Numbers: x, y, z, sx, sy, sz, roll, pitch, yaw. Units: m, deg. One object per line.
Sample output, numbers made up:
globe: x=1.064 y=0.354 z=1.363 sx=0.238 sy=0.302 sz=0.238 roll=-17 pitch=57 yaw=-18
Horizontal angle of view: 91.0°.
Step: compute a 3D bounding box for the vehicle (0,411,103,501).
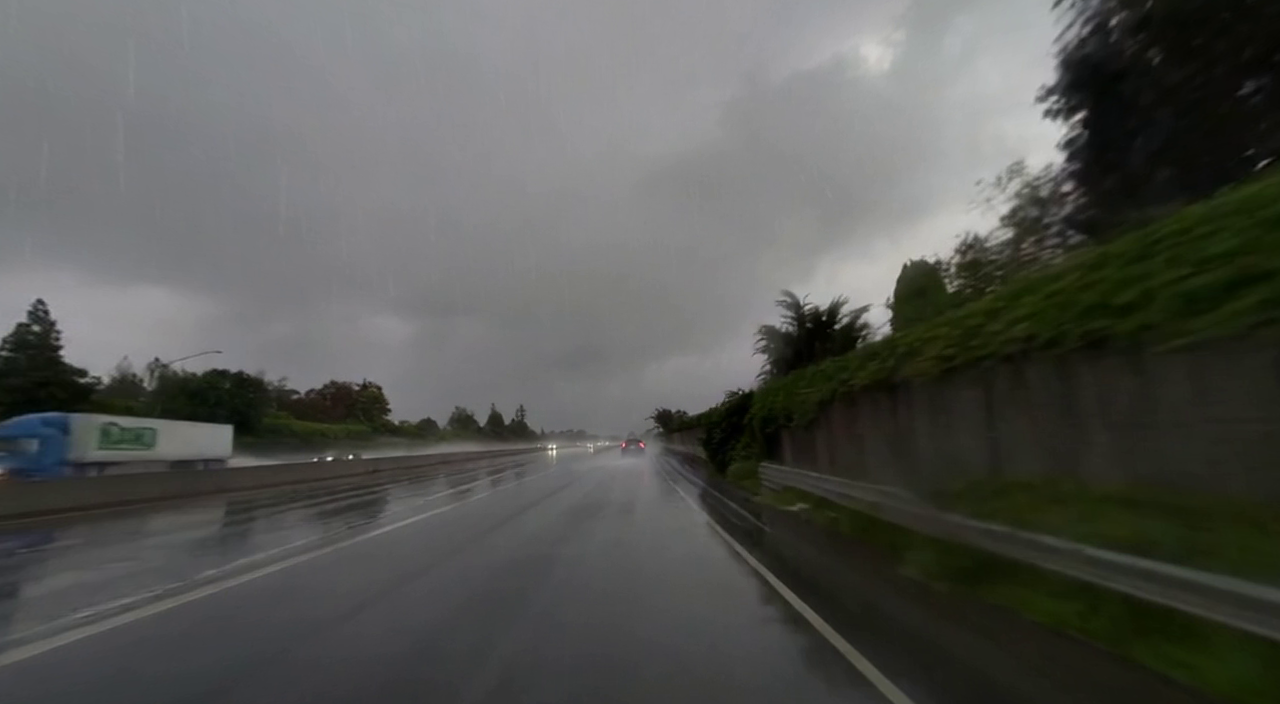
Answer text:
vehicle: x=-29.683 y=4.955 z=30.335 sx=2.942 sy=3.911 sz=5.799 roll=0 pitch=-8 yaw=-9
